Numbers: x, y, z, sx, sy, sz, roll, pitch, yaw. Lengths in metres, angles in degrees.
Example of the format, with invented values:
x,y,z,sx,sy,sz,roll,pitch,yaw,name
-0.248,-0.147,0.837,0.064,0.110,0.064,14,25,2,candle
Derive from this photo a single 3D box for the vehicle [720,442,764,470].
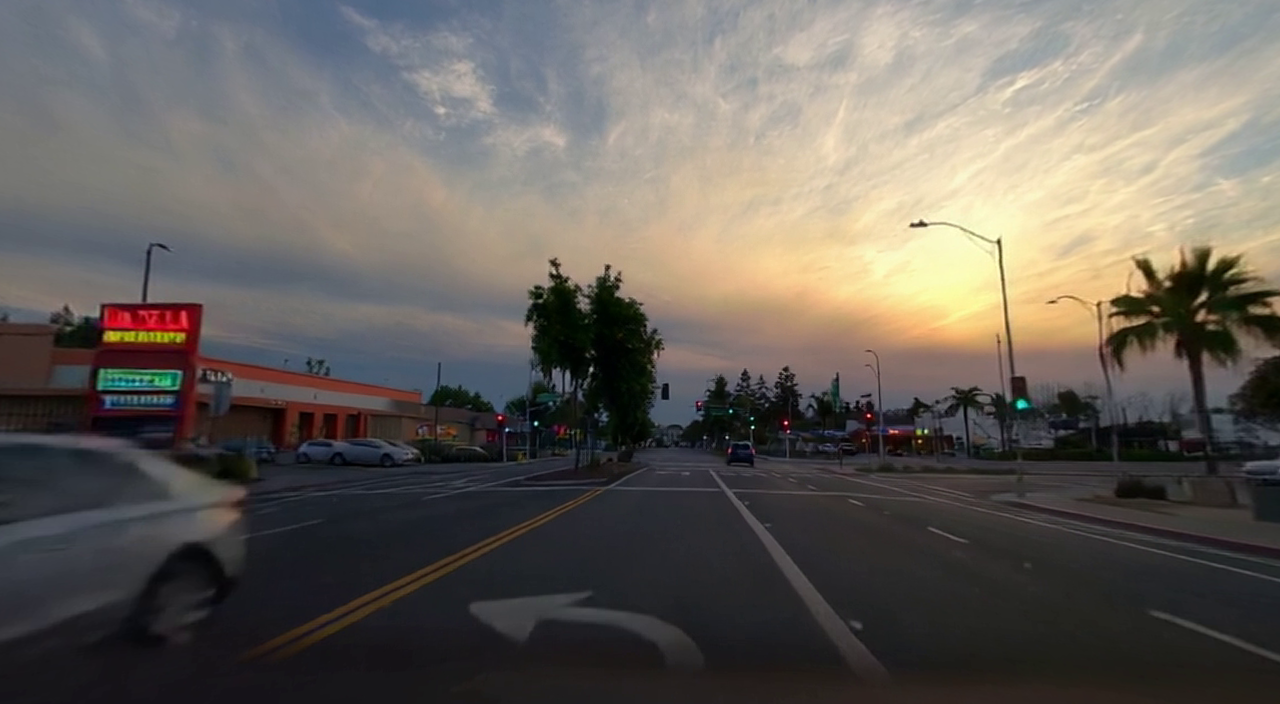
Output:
x,y,z,sx,sy,sz,roll,pitch,yaw,name
5.813,5.954,36.283,2.065,1.507,4.225,0,-9,3,vehicle

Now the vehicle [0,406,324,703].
x,y,z,sx,sy,sz,roll,pitch,yaw,name
-4.044,1.032,3.134,2.090,1.489,4.909,-1,-9,4,vehicle

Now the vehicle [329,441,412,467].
x,y,z,sx,sy,sz,roll,pitch,yaw,name
-16.661,6.321,39.053,4.242,1.504,1.969,-1,-9,4,vehicle
